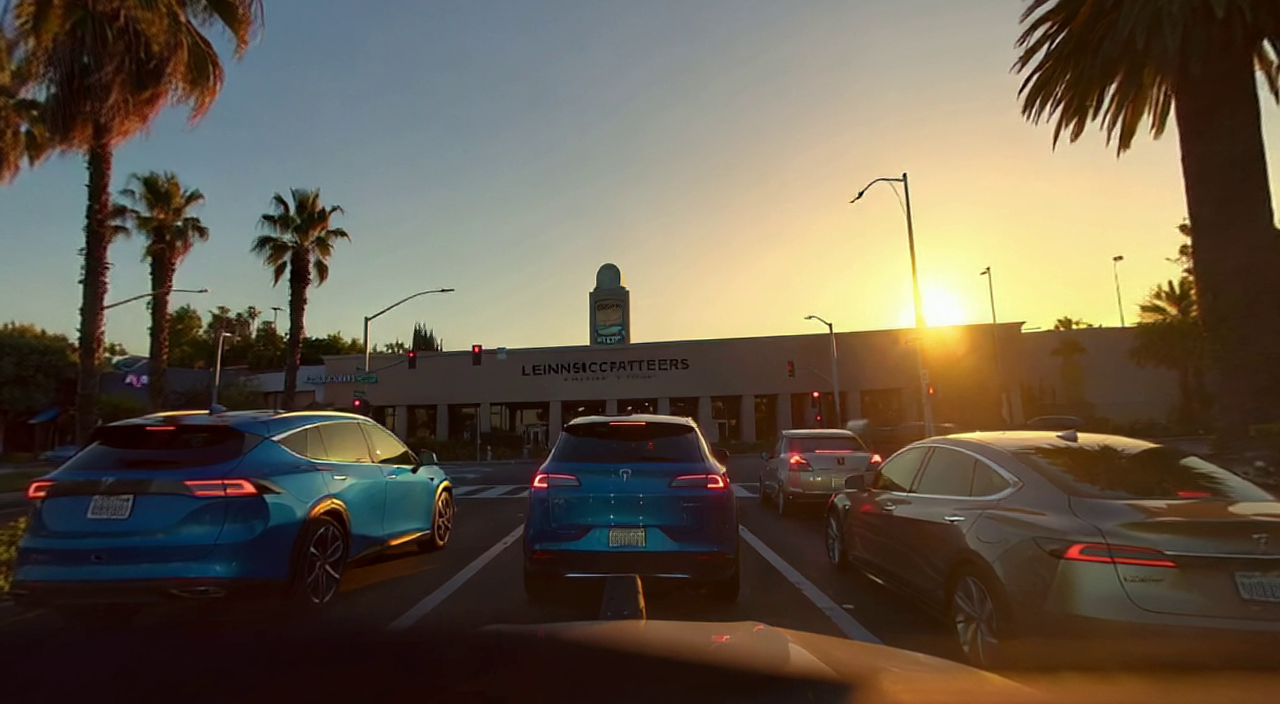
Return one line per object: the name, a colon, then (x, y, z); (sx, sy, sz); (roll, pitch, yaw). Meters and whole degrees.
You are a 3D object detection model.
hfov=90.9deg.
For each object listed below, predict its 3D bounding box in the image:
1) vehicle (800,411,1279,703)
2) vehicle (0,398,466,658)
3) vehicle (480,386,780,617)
vehicle: (2.973, 1.368, 5.253); (2.017, 1.491, 4.611); (0, -8, -1)
vehicle: (-3.353, 1.378, 6.053); (2.014, 1.534, 4.455); (0, -8, 1)
vehicle: (-0.138, 1.459, 7.069); (2.280, 1.747, 4.361); (0, -8, -2)
